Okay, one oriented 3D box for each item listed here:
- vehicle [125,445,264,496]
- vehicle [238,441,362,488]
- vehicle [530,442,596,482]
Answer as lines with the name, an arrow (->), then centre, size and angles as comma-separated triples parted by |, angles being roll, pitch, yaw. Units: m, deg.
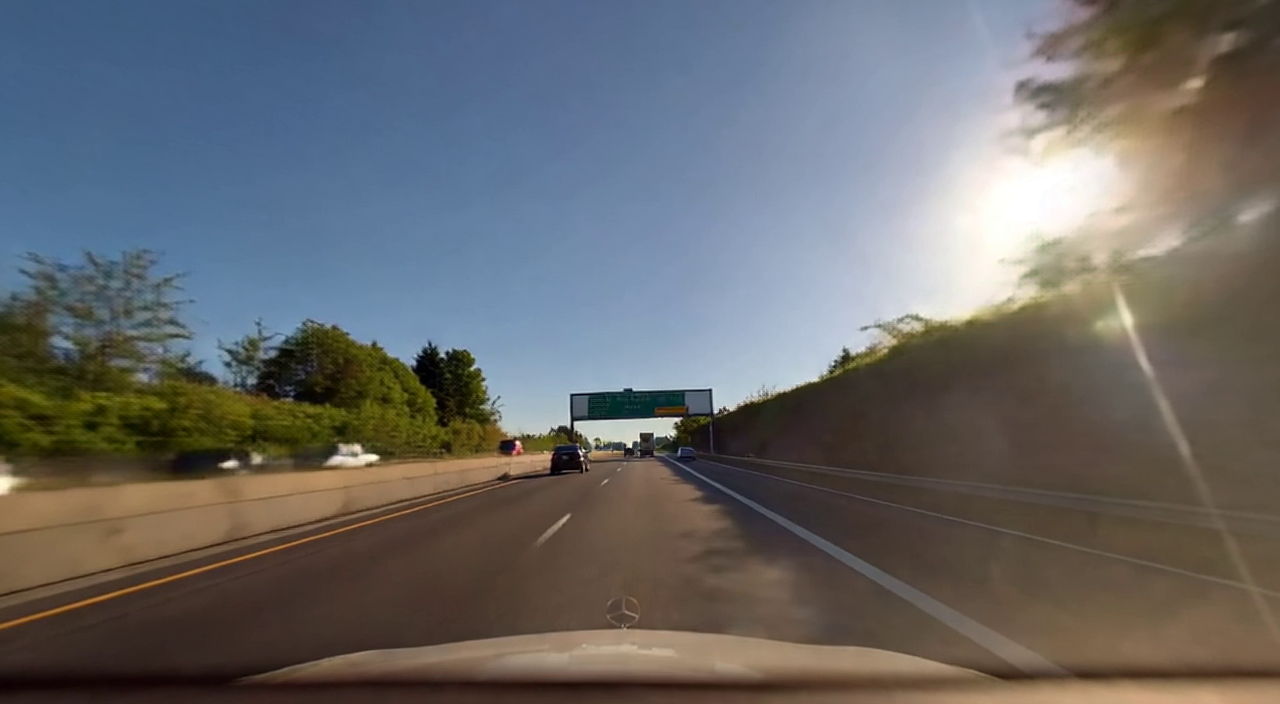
vehicle -> -16.400, 4.344, 23.565 | 1.918, 1.668, 4.421 | 0, -9, 0
vehicle -> -12.073, 4.013, 22.848 | 1.936, 1.525, 4.548 | 0, -9, 0
vehicle -> -3.049, 4.471, 25.909 | 2.020, 1.475, 4.434 | 0, -9, 1
